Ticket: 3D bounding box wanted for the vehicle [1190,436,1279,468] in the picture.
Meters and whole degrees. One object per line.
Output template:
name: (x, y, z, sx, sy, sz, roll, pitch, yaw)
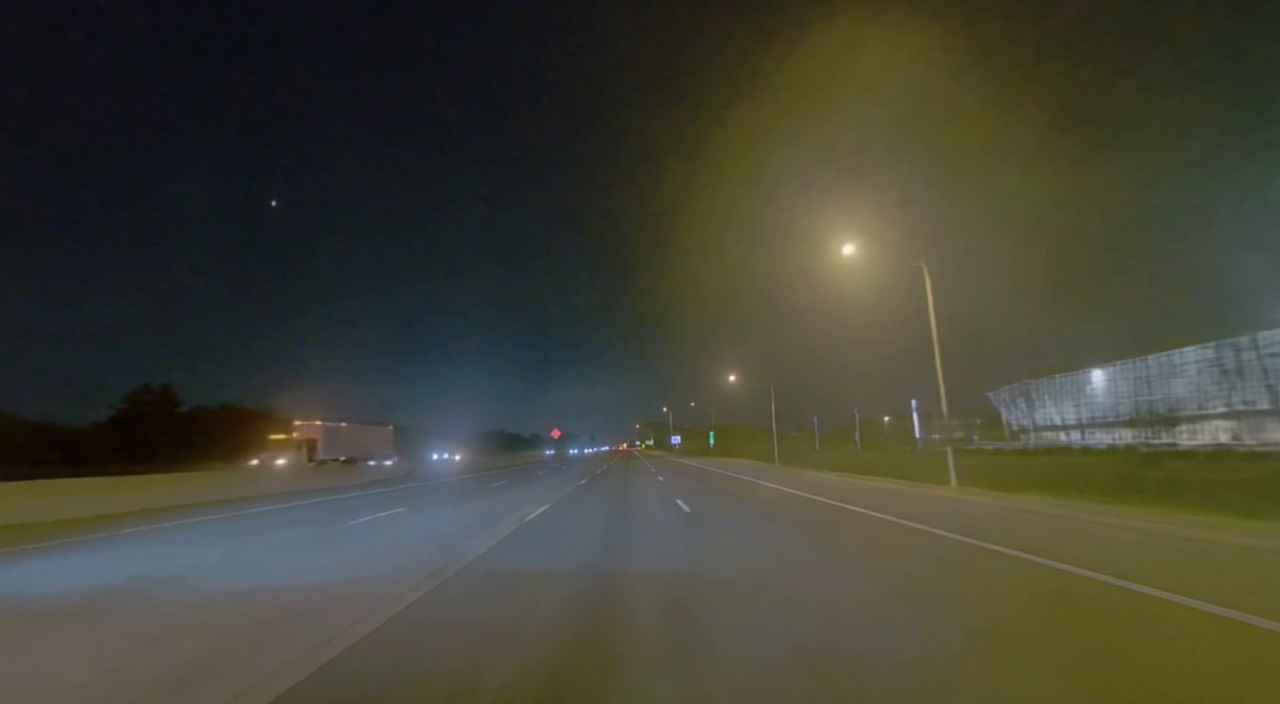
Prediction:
vehicle: (30.414, 4.982, 31.428, 4.160, 1.547, 1.986, 0, -9, -1)
